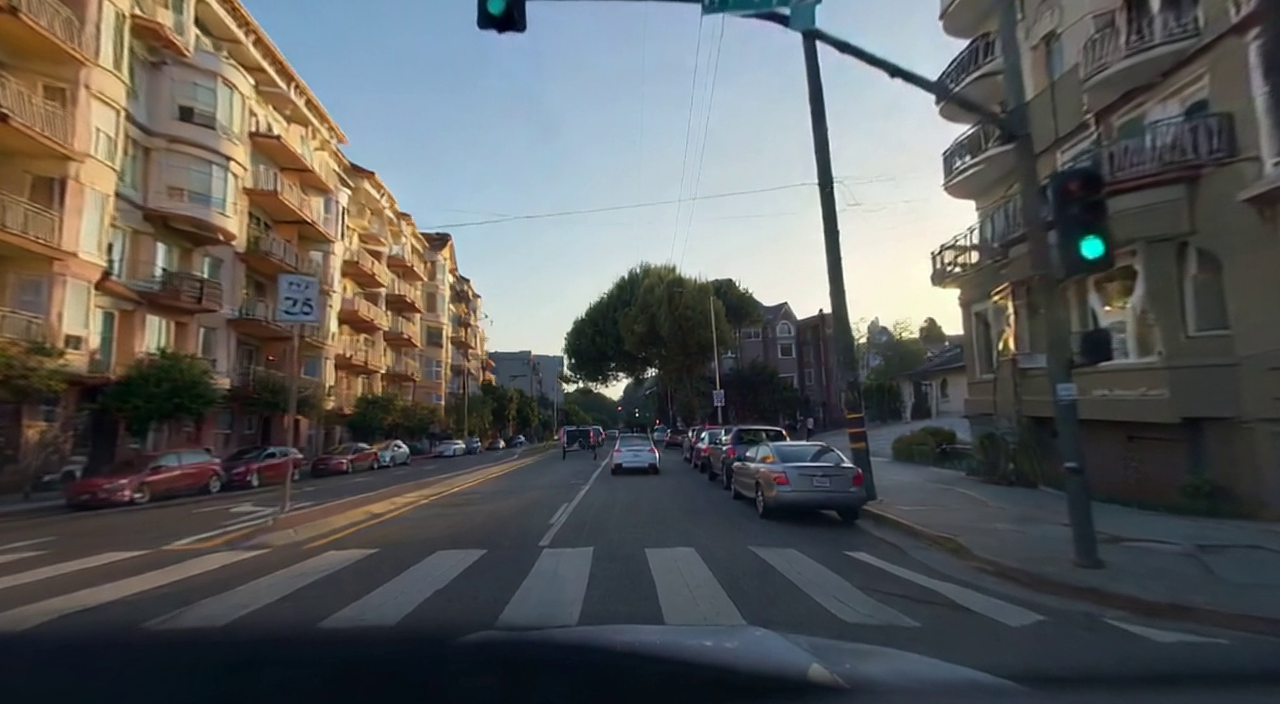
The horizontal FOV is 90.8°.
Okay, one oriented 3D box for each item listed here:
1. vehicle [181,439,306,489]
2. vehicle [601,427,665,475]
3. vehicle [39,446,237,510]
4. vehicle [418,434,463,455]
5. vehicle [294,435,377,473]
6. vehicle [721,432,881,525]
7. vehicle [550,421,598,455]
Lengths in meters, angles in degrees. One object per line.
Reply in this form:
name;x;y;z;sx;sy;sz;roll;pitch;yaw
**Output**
vehicle;-14.047;3.935;22.735;1.805;1.580;4.477;0;-8;-4
vehicle;-0.284;3.404;21.976;2.026;1.496;3.701;0;-8;-2
vehicle;-13.811;3.443;17.841;1.863;1.468;4.565;0;-8;0
vehicle;-14.324;6.664;45.668;1.907;1.480;4.498;0;-8;-2
vehicle;-14.263;4.760;29.858;1.887;1.619;4.208;0;-8;-1
vehicle;2.870;2.332;12.420;1.874;1.468;4.550;0;-8;-1
vehicle;-3.449;4.583;33.695;2.065;1.705;4.353;0;-8;0
